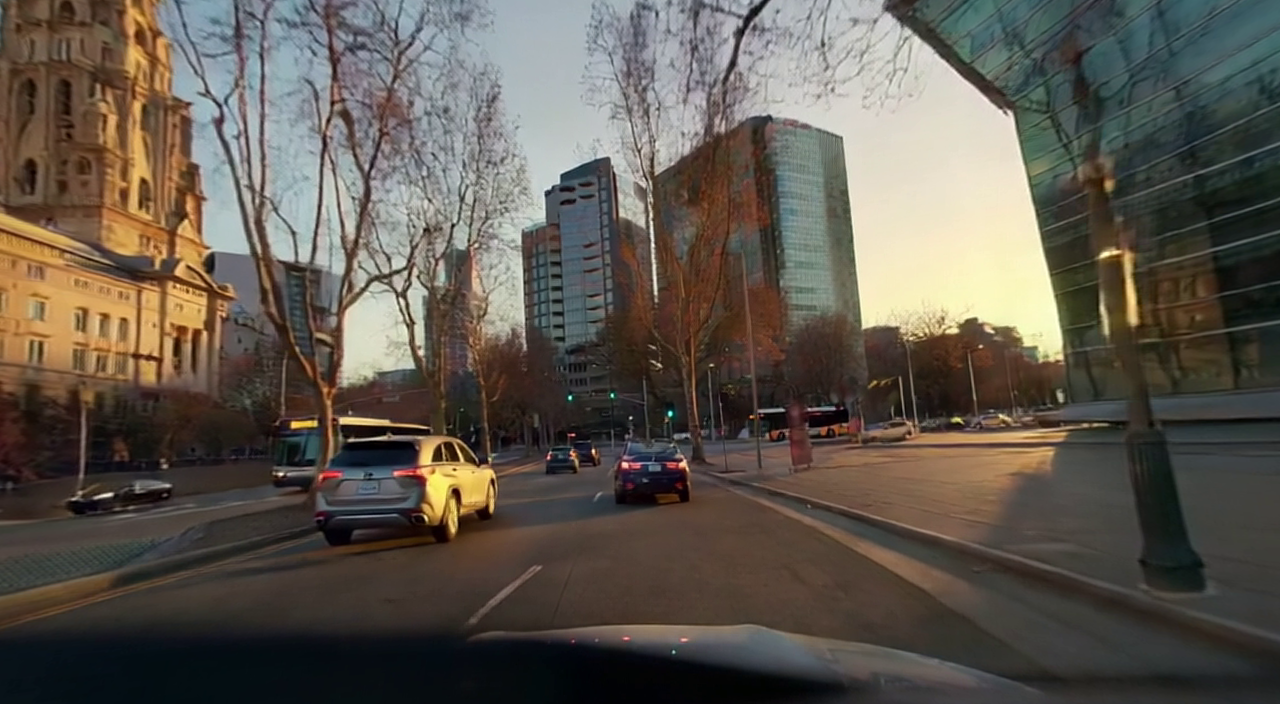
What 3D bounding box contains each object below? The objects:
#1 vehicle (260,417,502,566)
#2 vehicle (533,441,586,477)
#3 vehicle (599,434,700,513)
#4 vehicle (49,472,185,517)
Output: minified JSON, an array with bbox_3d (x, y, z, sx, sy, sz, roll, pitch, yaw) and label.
[{"bbox_3d":[-3.307,1.841,8.963,1.848,1.641,3.686,0,-9,0],"label":"vehicle"},{"bbox_3d":[-3.659,4.928,29.326,1.961,1.517,4.202,0,-9,-1],"label":"vehicle"},{"bbox_3d":[0.092,2.617,14.014,1.933,1.504,3.802,1,-9,-3],"label":"vehicle"},{"bbox_3d":[-21.550,5.854,26.270,1.927,1.519,4.447,0,-9,-2],"label":"vehicle"}]
